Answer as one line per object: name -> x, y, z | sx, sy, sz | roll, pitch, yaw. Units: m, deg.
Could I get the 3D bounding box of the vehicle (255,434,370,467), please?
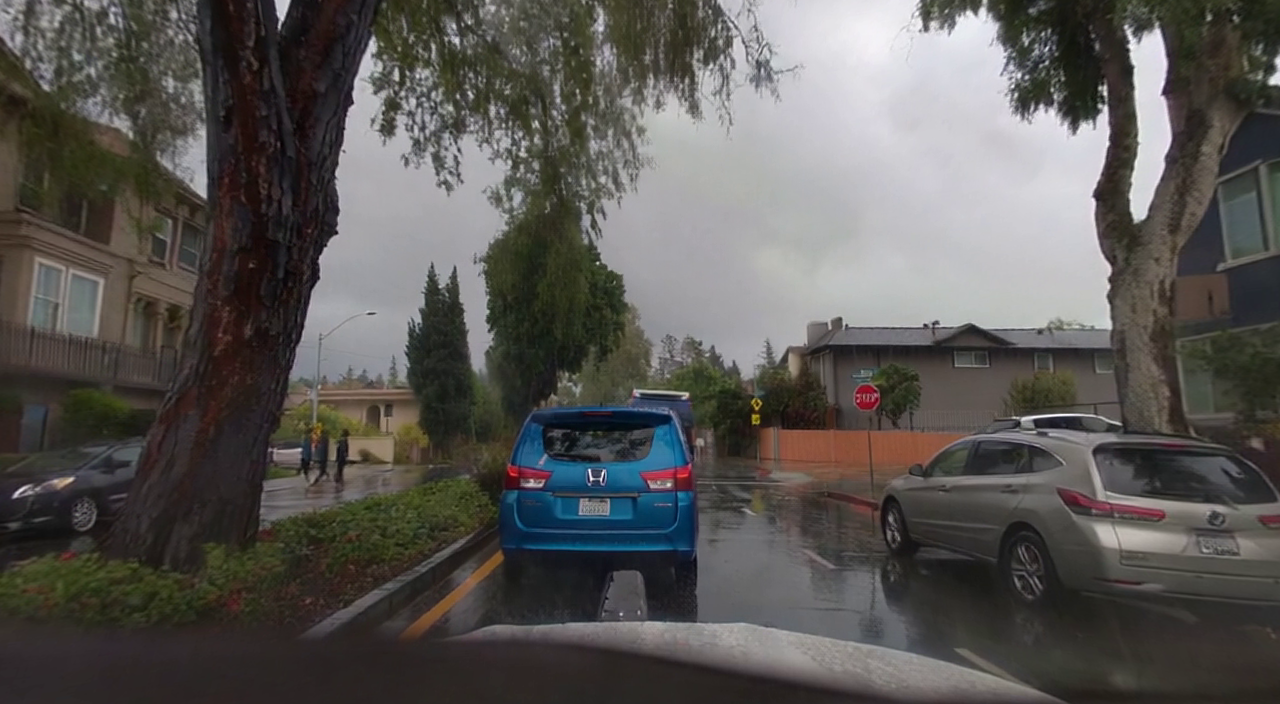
vehicle -> -15.440, 4.675, 29.845 | 4.387, 1.495, 1.811 | 1, -8, -3

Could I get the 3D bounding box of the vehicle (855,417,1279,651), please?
vehicle -> 4.218, 1.681, 6.908 | 1.959, 1.581, 4.731 | 4, -9, -2

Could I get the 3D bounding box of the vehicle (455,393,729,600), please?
vehicle -> -0.423, 1.599, 7.884 | 2.377, 1.787, 4.652 | 0, -8, 0

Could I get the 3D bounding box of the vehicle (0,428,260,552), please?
vehicle -> -8.293, 2.021, 10.056 | 1.825, 1.532, 4.083 | -3, -7, 2
